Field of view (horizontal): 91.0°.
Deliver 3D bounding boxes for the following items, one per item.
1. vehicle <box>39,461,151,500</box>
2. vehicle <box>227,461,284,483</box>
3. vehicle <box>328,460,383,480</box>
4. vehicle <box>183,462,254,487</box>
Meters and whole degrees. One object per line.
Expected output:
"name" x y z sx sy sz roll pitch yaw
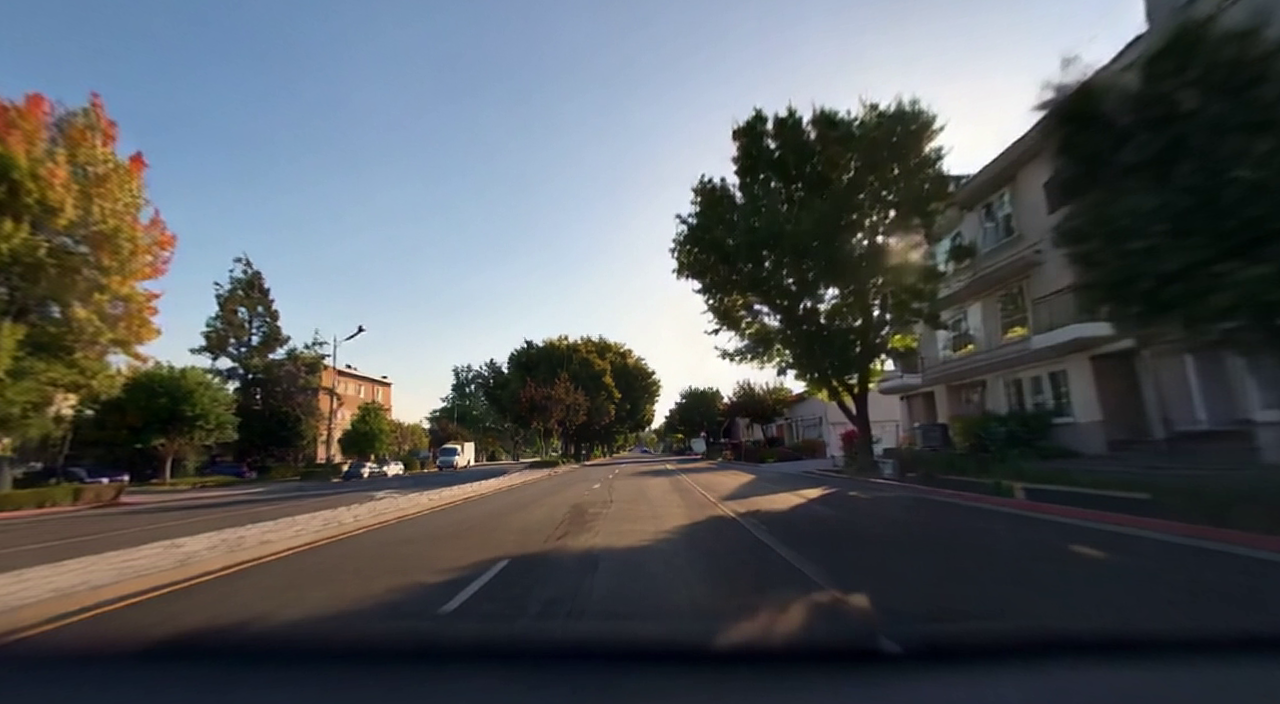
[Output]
"vehicle" -29.516 6.938 34.328 2.019 1.696 4.735 -4 -9 -2
"vehicle" -28.517 8.908 46.826 1.872 1.413 3.806 0 -9 -1
"vehicle" -21.865 9.081 48.564 1.929 1.393 4.611 0 -9 2
"vehicle" -31.031 9.018 46.581 1.870 1.601 5.128 0 -9 -2
